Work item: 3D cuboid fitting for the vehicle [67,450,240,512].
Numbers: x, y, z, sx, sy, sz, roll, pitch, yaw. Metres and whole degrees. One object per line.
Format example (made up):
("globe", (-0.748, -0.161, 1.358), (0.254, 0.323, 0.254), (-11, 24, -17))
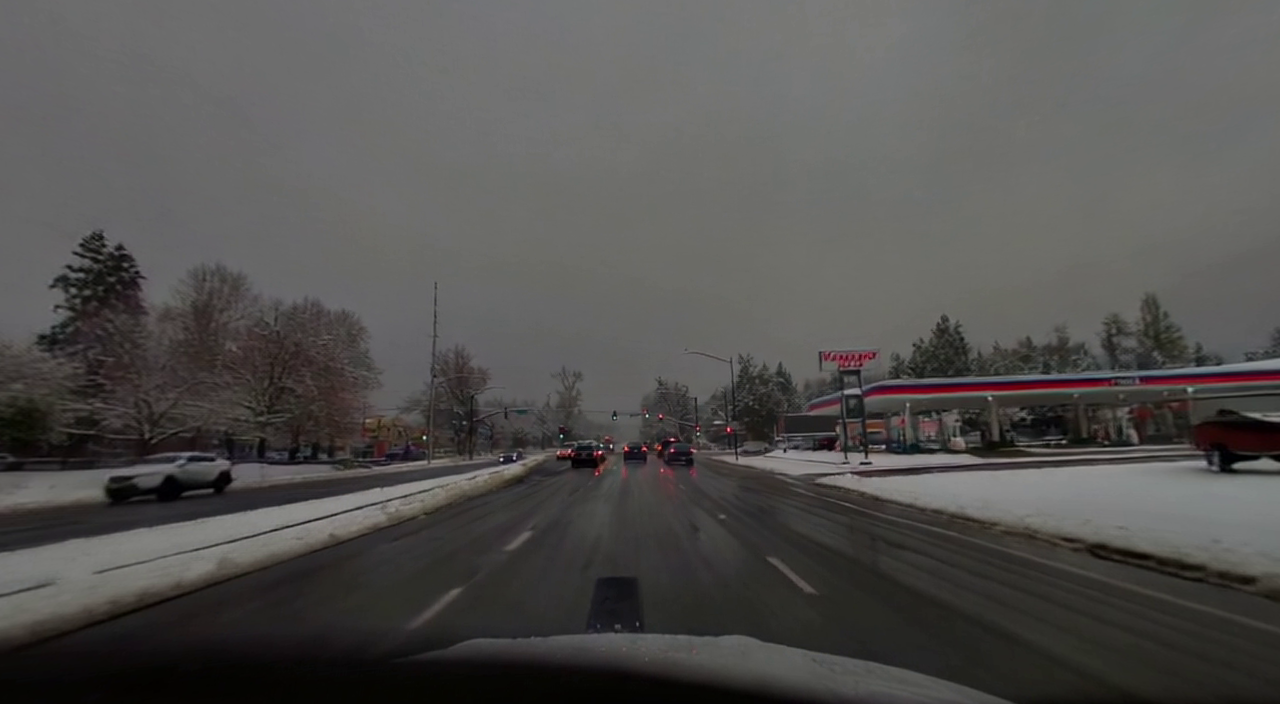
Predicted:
("vehicle", (-14.661, 3.849, 19.440), (1.939, 1.594, 4.284), (-2, -8, -1))

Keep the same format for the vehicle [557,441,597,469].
("vehicle", (-3.906, 6.510, 40.143), (2.040, 1.661, 4.573), (0, -8, 1))
